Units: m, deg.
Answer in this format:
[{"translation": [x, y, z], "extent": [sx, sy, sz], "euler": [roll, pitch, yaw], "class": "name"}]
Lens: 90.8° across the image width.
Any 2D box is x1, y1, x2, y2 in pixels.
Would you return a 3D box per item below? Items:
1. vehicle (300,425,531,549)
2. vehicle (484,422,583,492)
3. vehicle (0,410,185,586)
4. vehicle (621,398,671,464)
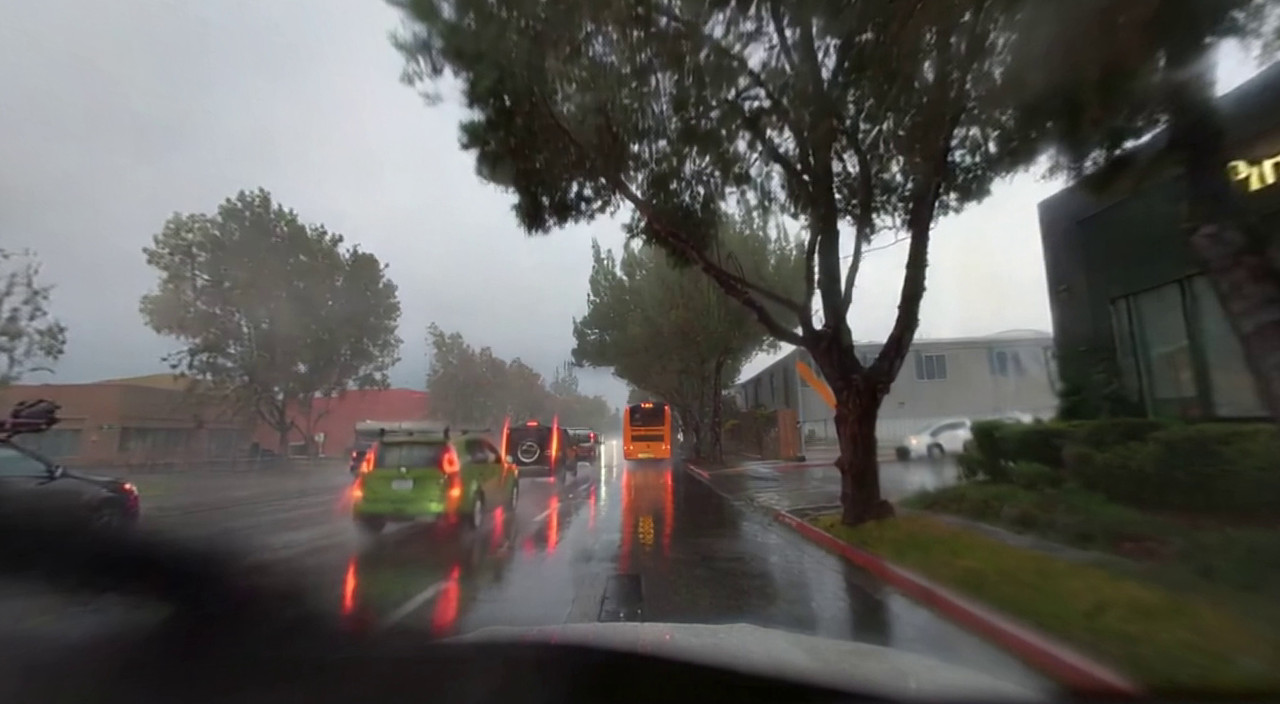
[{"translation": [-3.299, 2.086, 10.444], "extent": [2.042, 1.571, 4.475], "euler": [0, -9, 2], "class": "vehicle"}, {"translation": [-3.166, 3.274, 19.986], "extent": [2.095, 1.892, 5.043], "euler": [0, -9, 2], "class": "vehicle"}, {"translation": [-7.341, 1.441, 6.270], "extent": [2.252, 1.686, 4.447], "euler": [0, -9, 1], "class": "vehicle"}, {"translation": [0.484, 5.581, 43.523], "extent": [2.970, 3.857, 12.200], "euler": [0, -9, 1], "class": "vehicle"}]
